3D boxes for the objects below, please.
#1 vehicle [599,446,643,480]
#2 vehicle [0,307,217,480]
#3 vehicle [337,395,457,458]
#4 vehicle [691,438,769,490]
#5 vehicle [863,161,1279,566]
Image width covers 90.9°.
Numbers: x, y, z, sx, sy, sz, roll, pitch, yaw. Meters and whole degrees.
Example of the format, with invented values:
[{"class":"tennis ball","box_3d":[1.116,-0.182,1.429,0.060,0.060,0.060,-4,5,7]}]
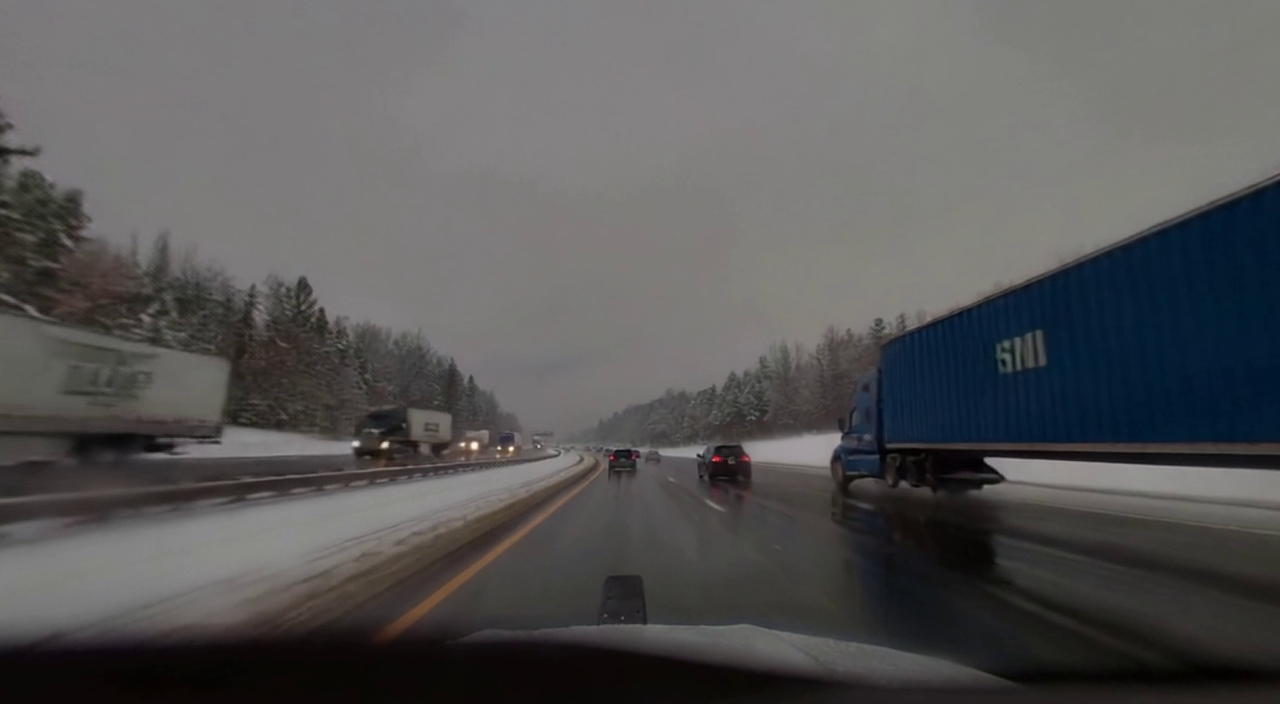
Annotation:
[{"class":"vehicle","box_3d":[-0.940,5.494,31.384,2.050,1.534,3.771,0,-9,-2]},{"class":"vehicle","box_3d":[-16.440,1.019,15.003,2.877,4.006,14.271,0,-9,0]},{"class":"vehicle","box_3d":[-17.314,5.899,46.955,2.926,3.856,16.459,1,-9,-2]},{"class":"vehicle","box_3d":[2.996,3.863,21.882,2.013,1.623,3.916,0,-9,-2]},{"class":"vehicle","box_3d":[7.813,0.763,10.364,2.965,3.990,14.227,0,-9,-1]}]
